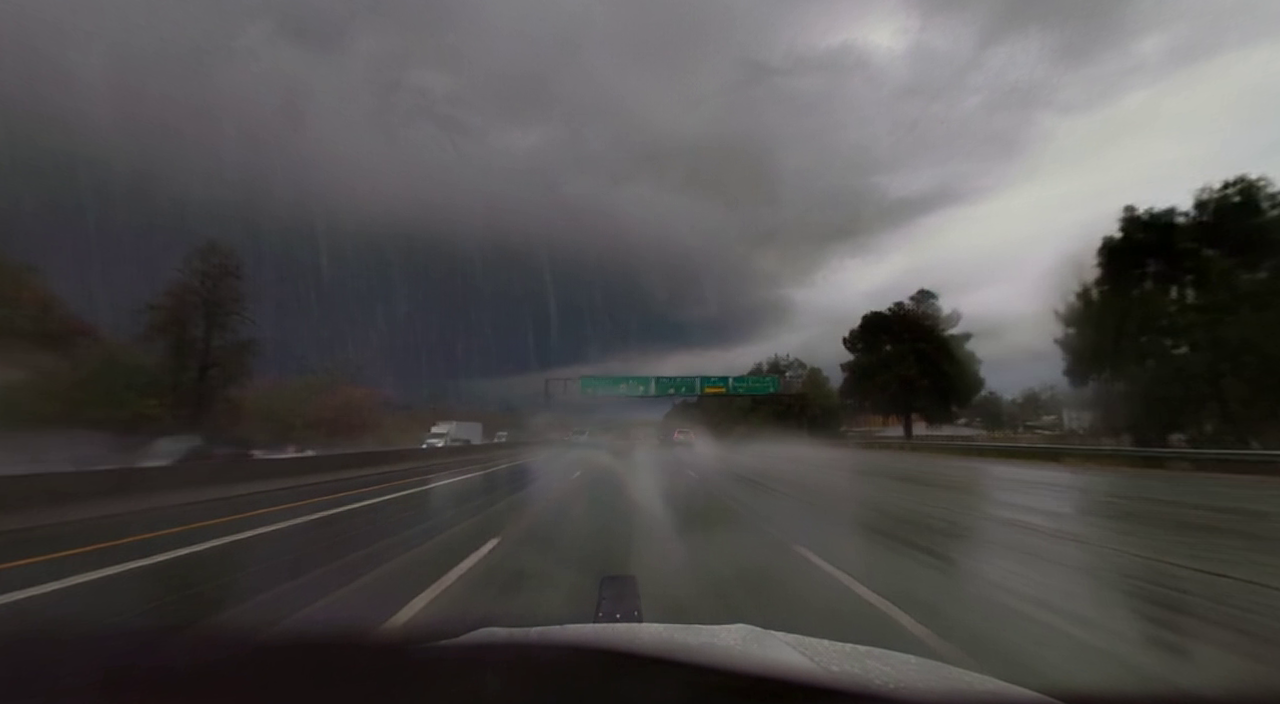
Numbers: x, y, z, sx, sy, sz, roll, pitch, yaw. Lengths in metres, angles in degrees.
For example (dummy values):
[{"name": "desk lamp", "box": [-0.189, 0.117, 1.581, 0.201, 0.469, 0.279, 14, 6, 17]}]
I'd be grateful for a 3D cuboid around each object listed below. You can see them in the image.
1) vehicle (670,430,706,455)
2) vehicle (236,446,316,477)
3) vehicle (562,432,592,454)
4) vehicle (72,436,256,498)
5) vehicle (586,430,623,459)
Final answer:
[{"name": "vehicle", "box": [3.303, 6.297, 43.960, 2.066, 1.673, 4.225, 0, -8, -2]}, {"name": "vehicle", "box": [-19.322, 5.812, 33.610, 1.800, 1.501, 3.992, 0, -8, 1]}, {"name": "vehicle", "box": [-4.931, 7.157, 49.577, 2.046, 1.658, 4.008, 0, -8, -1]}, {"name": "vehicle", "box": [-13.468, 3.227, 18.217, 1.969, 1.572, 4.308, 0, -8, 0]}, {"name": "vehicle", "box": [-2.110, 5.519, 37.646, 2.119, 1.629, 3.946, 0, -8, -3]}]
